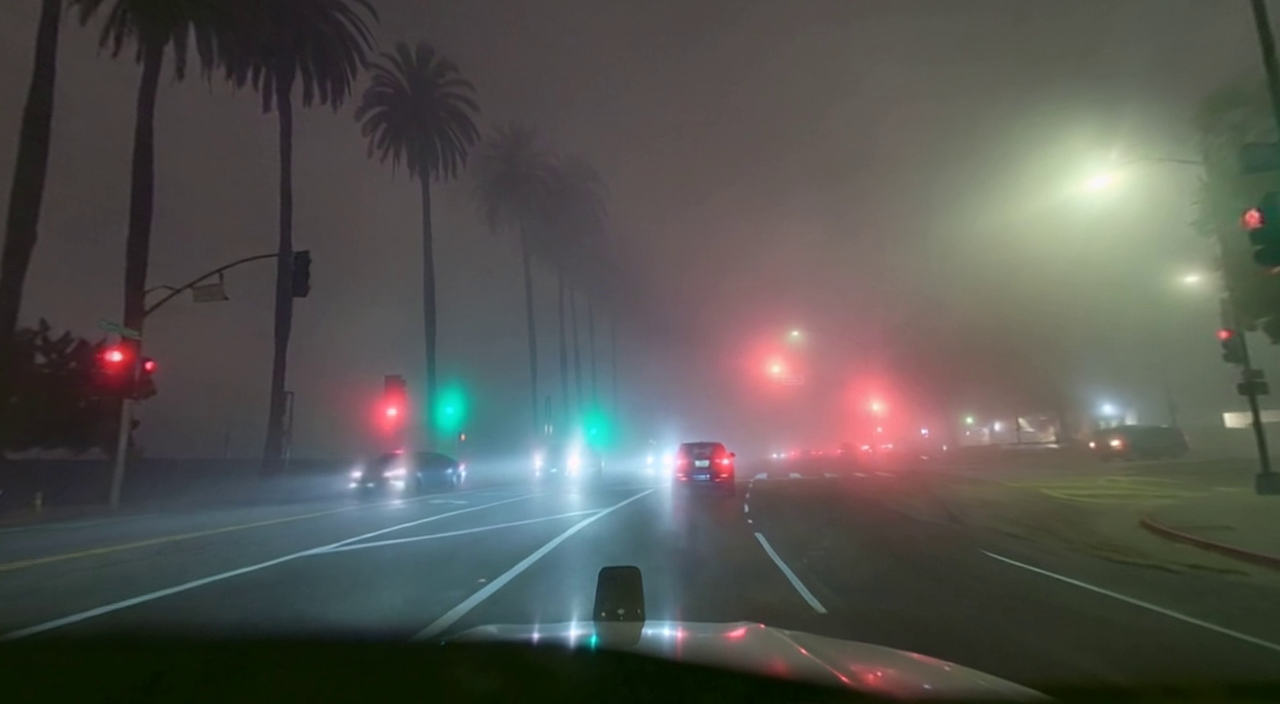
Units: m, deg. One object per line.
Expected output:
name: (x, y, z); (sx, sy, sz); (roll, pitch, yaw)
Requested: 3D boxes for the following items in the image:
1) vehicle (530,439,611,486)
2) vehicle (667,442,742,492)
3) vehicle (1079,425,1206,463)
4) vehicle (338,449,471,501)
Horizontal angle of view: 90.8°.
vehicle: (-2.728, 4.508, 26.018); (2.013, 1.746, 4.366); (-2, -9, 12)
vehicle: (2.288, 3.826, 21.393); (2.096, 1.492, 4.071); (-2, -9, 11)
vehicle: (25.741, 4.722, 32.421); (5.049, 1.861, 2.081); (1, -9, -9)
vehicle: (-7.489, 3.943, 20.694); (2.012, 1.467, 4.592); (-1, -9, 9)
